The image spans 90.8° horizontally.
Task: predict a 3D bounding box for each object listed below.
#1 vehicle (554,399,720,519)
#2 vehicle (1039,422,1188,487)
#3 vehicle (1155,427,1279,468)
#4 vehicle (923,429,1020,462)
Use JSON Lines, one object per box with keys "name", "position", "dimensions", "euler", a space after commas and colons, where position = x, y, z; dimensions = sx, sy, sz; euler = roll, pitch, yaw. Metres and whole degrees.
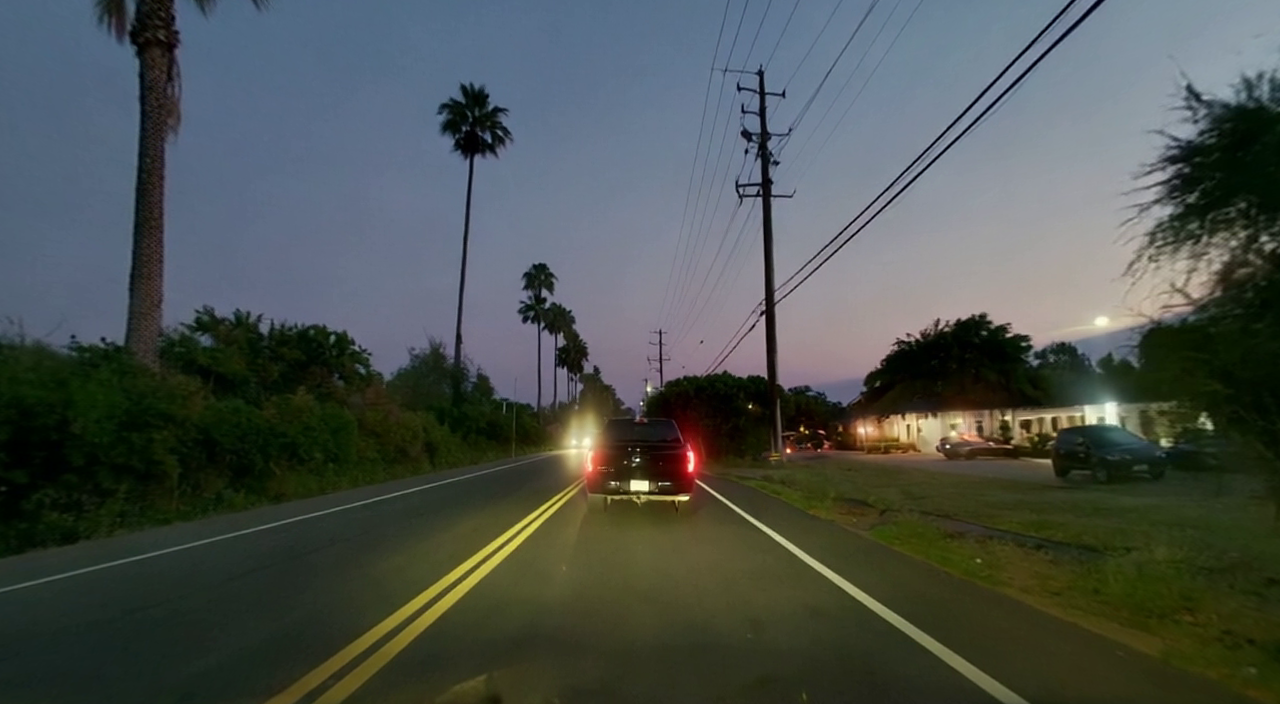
{"name": "vehicle", "position": [-0.062, 2.285, 13.888], "dimensions": [2.848, 2.047, 5.885], "euler": [0, -8, 0]}
{"name": "vehicle", "position": [16.009, 3.504, 21.897], "dimensions": [2.338, 1.917, 6.076], "euler": [-4, -9, 20]}
{"name": "vehicle", "position": [24.474, 4.019, 26.396], "dimensions": [4.314, 1.553, 1.948], "euler": [0, -11, -7]}
{"name": "vehicle", "position": [20.391, 5.832, 39.263], "dimensions": [2.277, 1.836, 6.267], "euler": [-1, -9, -4]}
